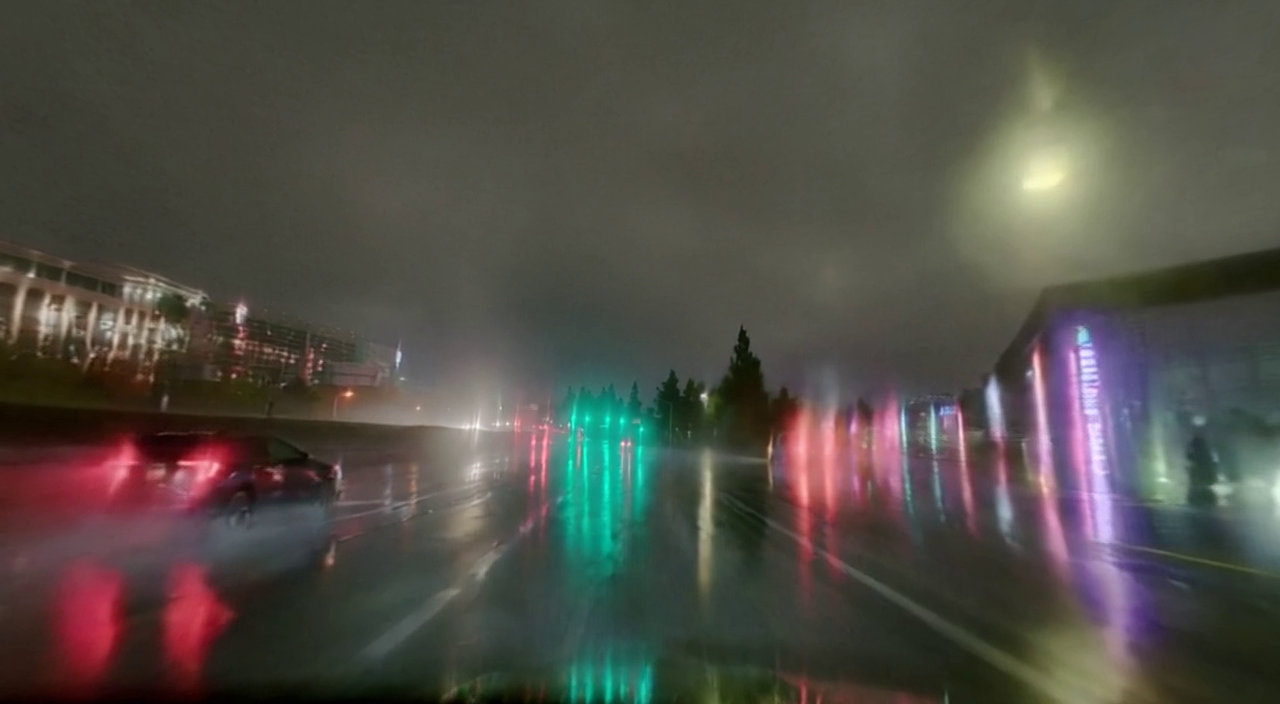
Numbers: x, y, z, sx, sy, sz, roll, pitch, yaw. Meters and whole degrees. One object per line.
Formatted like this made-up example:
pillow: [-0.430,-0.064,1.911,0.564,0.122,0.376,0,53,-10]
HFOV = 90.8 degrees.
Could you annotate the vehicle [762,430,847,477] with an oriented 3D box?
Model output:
vehicle: [6.679,4.177,26.178,2.023,1.782,4.193,1,-9,-5]

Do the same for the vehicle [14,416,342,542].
vehicle: [-7.426,2.089,11.059,2.030,1.672,4.913,0,-9,0]
